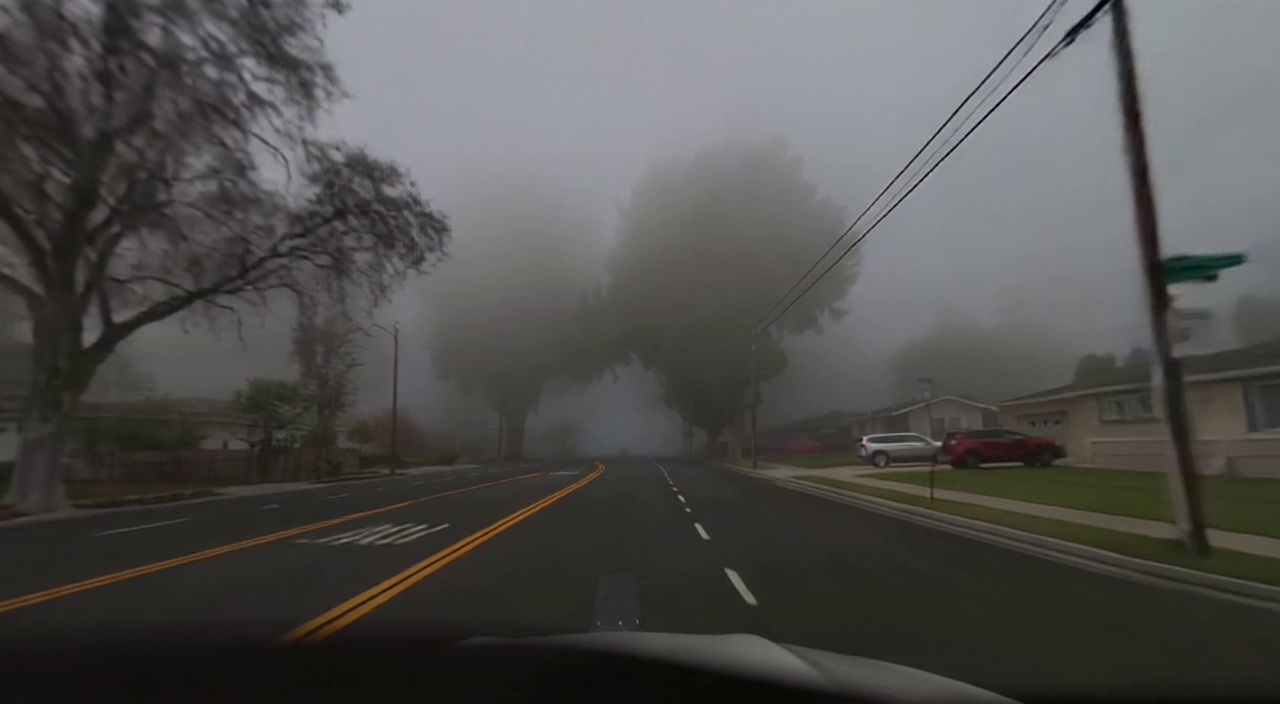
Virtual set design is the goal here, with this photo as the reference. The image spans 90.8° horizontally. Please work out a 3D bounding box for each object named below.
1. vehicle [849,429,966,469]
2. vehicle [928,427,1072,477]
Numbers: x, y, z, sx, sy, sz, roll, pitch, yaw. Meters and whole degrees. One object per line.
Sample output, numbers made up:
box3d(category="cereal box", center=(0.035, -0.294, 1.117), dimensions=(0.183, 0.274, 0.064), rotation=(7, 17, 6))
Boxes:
box3d(category="vehicle", center=(13.250, 4.837, 31.573), dimensions=(4.912, 1.895, 2.047), rotation=(-1, -8, 7))
box3d(category="vehicle", center=(14.746, 4.118, 26.153), dimensions=(4.652, 1.871, 2.097), rotation=(0, -8, 7))
